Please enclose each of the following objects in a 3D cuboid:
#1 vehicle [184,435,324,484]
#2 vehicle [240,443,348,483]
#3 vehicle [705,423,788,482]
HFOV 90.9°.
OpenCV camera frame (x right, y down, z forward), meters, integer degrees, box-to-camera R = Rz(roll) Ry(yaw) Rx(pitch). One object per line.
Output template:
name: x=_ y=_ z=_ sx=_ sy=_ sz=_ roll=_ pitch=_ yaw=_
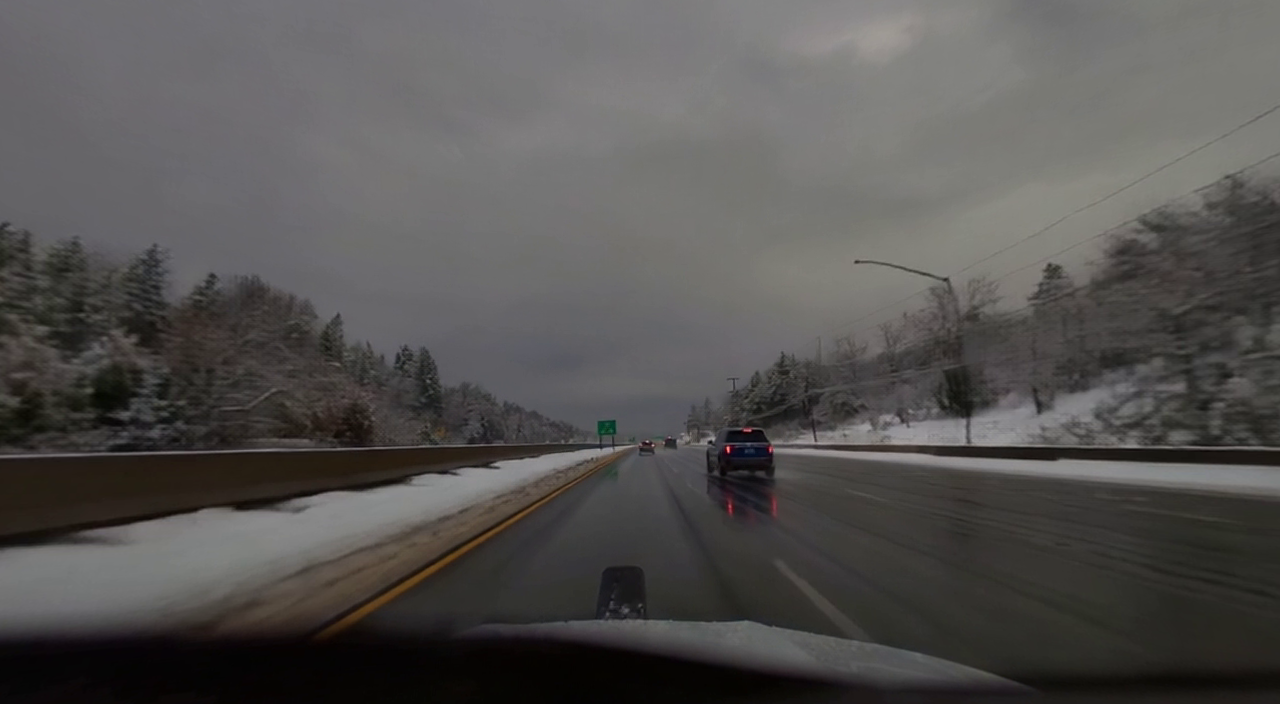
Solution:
vehicle: x=-20.673 y=5.790 z=34.480 sx=2.679 sy=2.309 sz=7.731 roll=-1 pitch=-8 yaw=1
vehicle: x=-16.942 y=5.416 z=31.308 sx=2.324 sy=1.768 sz=5.382 roll=-1 pitch=-8 yaw=0
vehicle: x=3.625 y=3.517 z=22.264 sx=2.120 sy=1.832 sz=4.287 roll=0 pitch=-8 yaw=-1
